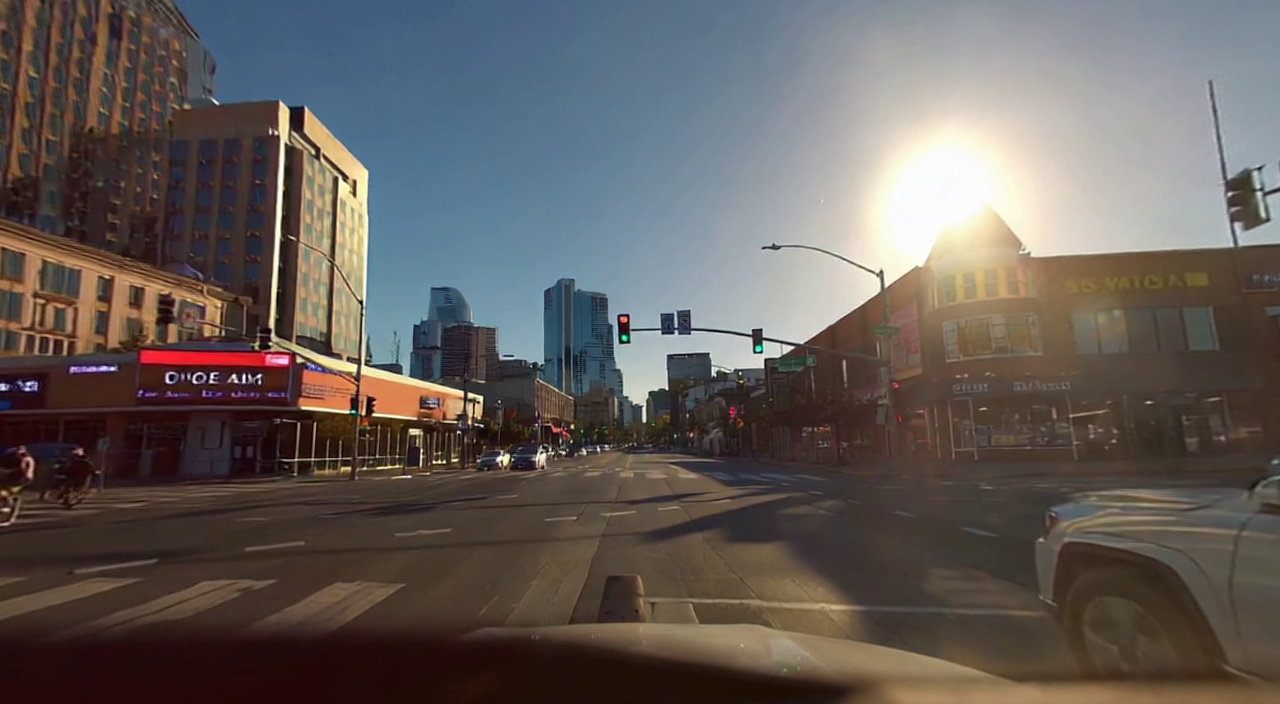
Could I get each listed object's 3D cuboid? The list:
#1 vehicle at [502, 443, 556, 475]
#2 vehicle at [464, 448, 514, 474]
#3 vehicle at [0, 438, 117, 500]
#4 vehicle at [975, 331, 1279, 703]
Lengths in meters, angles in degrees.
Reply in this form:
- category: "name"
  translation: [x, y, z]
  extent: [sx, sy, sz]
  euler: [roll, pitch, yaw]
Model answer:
- category: "vehicle"
  translation: [-6.412, 6.239, 37.034]
  extent: [2.181, 1.703, 4.512]
  euler: [-1, -8, 2]
- category: "vehicle"
  translation: [-9.433, 6.819, 39.811]
  extent: [2.106, 1.505, 4.228]
  euler: [0, -8, 0]
- category: "vehicle"
  translation: [-20.907, 3.876, 21.171]
  extent: [5.161, 1.910, 2.275]
  euler: [-2, -9, 11]
- category: "vehicle"
  translation: [3.335, 0.760, 2.176]
  extent: [2.049, 1.691, 4.447]
  euler: [-1, -8, 2]
